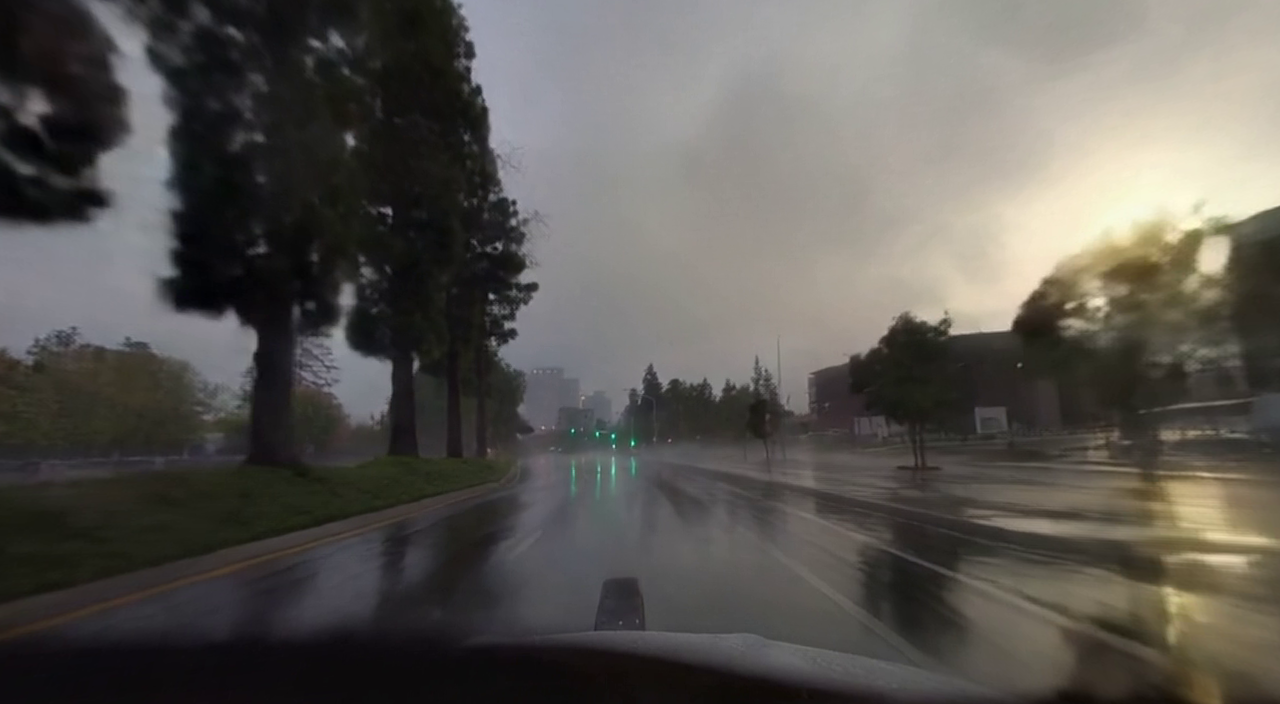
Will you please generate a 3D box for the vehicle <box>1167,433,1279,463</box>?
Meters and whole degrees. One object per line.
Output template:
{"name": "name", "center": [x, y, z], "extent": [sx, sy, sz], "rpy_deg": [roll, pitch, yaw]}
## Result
{"name": "vehicle", "center": [31.638, 5.146, 33.907], "extent": [5.062, 1.557, 1.988], "rpy_deg": [1, -8, -5]}
